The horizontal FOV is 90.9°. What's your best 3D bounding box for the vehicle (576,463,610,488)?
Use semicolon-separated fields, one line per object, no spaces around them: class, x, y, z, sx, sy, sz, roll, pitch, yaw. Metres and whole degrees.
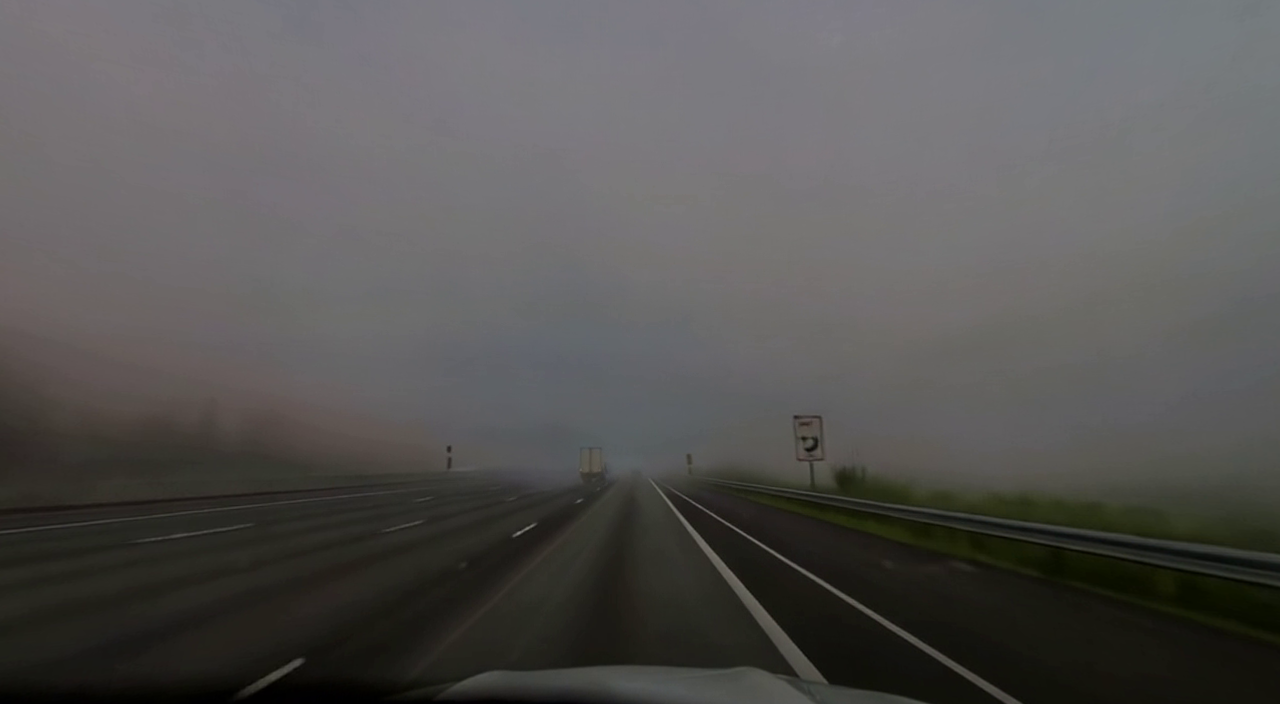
vehicle;-3.223;8.574;43.893;2.092;1.642;3.895;1;-11;-1
